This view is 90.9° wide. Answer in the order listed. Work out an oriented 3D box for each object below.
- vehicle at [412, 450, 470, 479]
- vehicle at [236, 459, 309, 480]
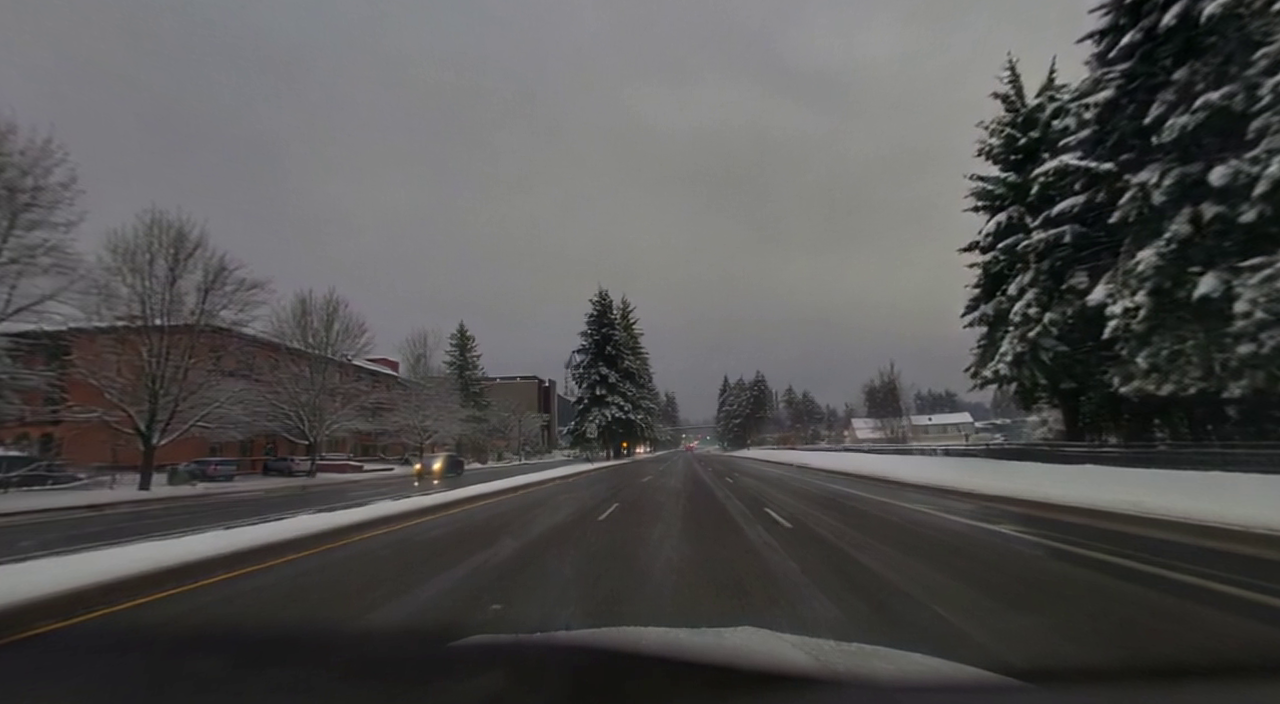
[{"bbox_3d":[-12.912,7.316,41.228,1.915,1.721,4.402,-1,-8,7],"label":"vehicle"},{"bbox_3d":[-27.733,8.852,47.672,4.380,1.461,1.754,-1,-8,3],"label":"vehicle"}]
